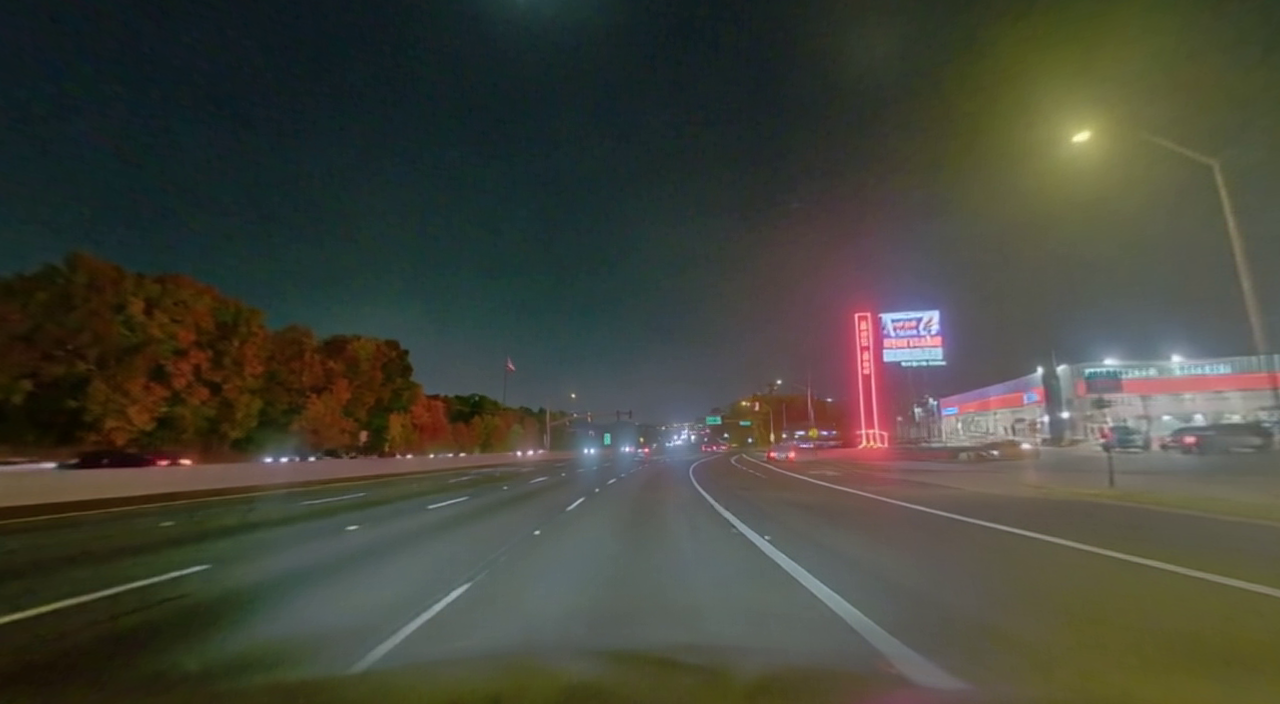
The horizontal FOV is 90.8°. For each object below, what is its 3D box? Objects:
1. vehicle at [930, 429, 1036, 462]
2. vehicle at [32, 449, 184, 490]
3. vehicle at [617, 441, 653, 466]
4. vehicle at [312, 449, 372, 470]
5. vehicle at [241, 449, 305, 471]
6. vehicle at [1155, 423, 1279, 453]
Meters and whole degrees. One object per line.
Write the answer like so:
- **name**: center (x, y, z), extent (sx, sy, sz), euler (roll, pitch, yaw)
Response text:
- **vehicle**: center (18.084, 4.959, 33.570), extent (4.577, 1.460, 1.937), euler (-6, -9, 20)
- **vehicle**: center (-21.256, 4.686, 25.569), extent (1.897, 1.444, 4.685), euler (-1, -9, 3)
- **vehicle**: center (-0.299, 7.494, 46.764), extent (2.139, 1.782, 4.079), euler (-1, -9, 7)
- **vehicle**: center (-22.460, 8.097, 47.812), extent (1.902, 1.462, 4.579), euler (-1, -9, 7)
- **vehicle**: center (-26.519, 7.802, 45.807), extent (1.854, 1.526, 4.216), euler (-1, -9, 6)
- **vehicle**: center (30.476, 4.609, 33.377), extent (4.650, 1.484, 1.920), euler (-5, -10, 26)
